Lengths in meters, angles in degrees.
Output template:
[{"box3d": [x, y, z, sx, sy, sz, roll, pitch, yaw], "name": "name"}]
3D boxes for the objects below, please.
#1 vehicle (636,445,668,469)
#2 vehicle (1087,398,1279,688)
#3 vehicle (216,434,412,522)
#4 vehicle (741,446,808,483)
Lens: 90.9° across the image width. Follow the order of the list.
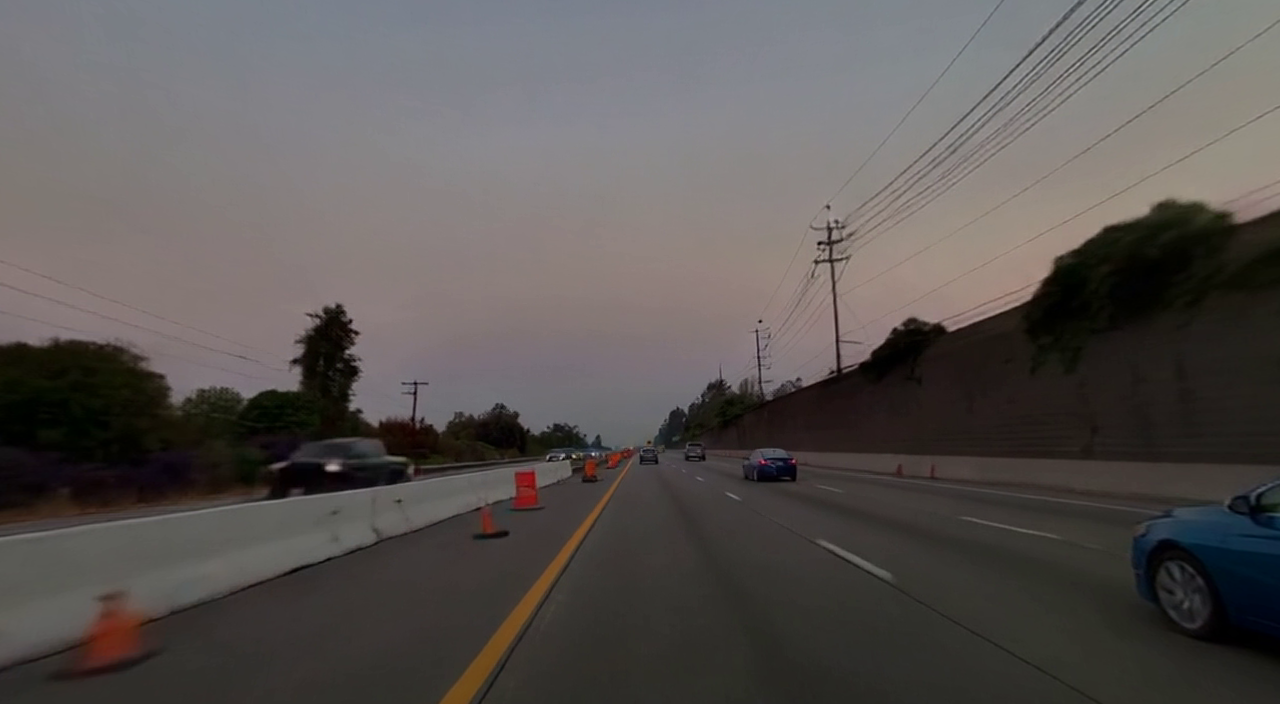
[{"box3d": [0.806, 7.386, 44.561, 2.096, 1.583, 4.150, 0, -8, 0], "name": "vehicle"}, {"box3d": [4.481, 0.912, 2.574, 1.997, 1.568, 4.529, 0, -8, 1], "name": "vehicle"}, {"box3d": [-7.597, 2.917, 15.412, 2.176, 1.763, 4.720, 0, -7, 2], "name": "vehicle"}, {"box3d": [5.592, 4.686, 26.681, 1.881, 1.409, 4.016, 0, -8, -1], "name": "vehicle"}]
